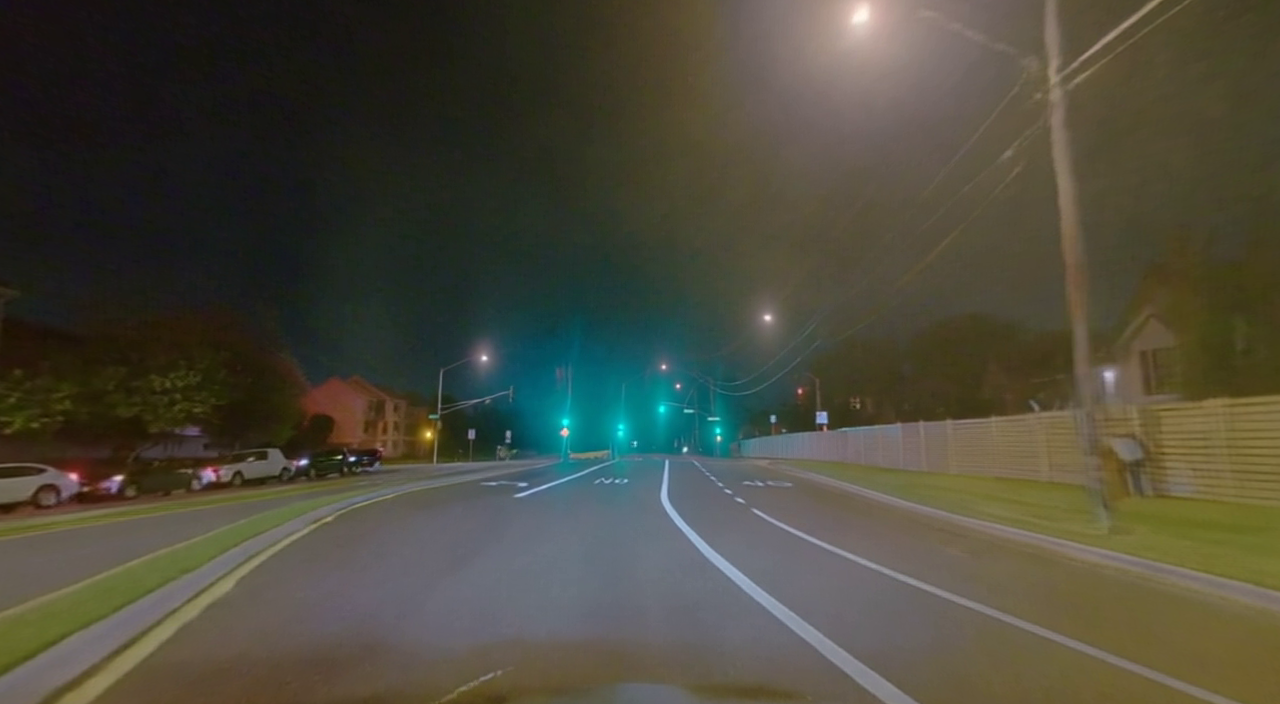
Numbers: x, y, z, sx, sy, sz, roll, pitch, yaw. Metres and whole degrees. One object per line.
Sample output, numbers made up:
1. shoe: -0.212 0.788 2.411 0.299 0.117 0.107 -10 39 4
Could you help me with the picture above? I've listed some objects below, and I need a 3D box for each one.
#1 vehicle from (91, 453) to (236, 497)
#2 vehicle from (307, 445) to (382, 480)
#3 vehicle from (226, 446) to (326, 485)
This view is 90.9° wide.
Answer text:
1. vehicle: -19.402 4.991 26.018 1.883 1.506 4.863 0 -8 5
2. vehicle: -18.224 6.812 39.112 2.050 1.697 4.838 -4 -6 5
3. vehicle: -18.974 5.879 33.146 2.148 1.856 4.632 -1 -8 5
